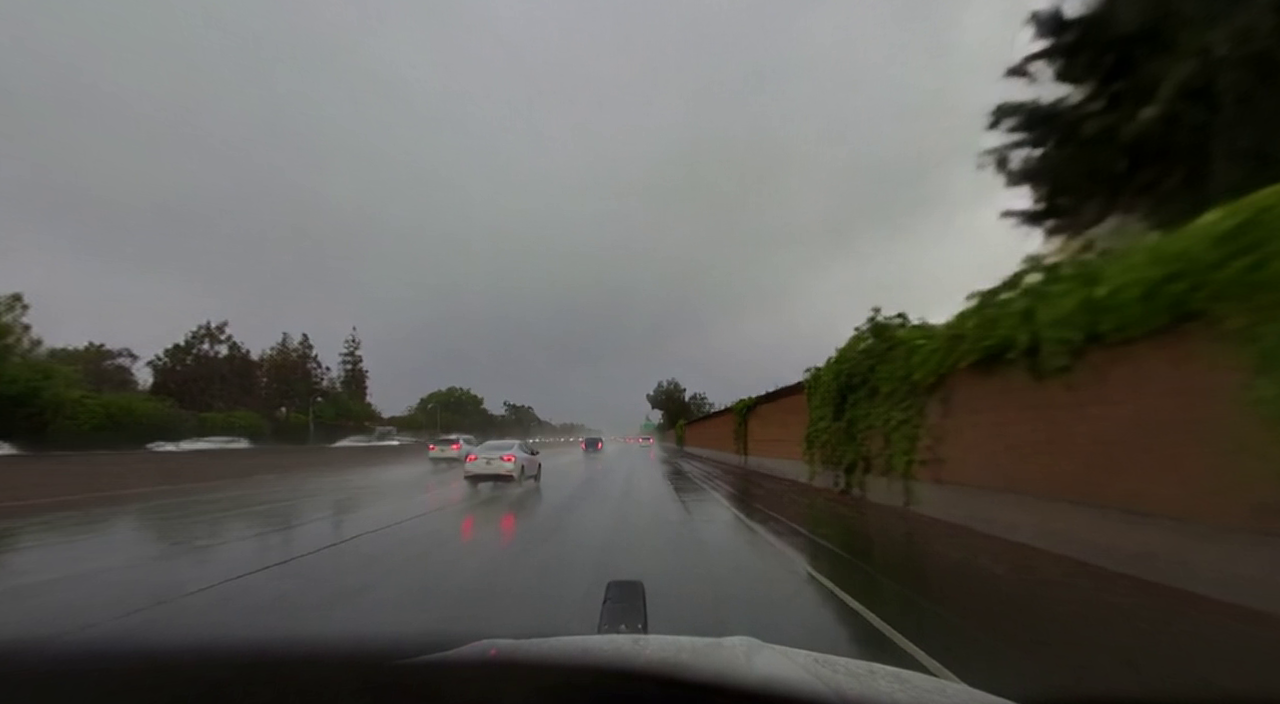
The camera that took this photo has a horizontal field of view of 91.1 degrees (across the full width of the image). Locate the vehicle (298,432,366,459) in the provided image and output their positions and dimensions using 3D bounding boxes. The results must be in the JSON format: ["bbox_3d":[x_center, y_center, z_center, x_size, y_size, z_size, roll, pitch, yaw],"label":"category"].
[{"bbox_3d":[-21.006,6.379,43.100,2.089,1.701,5.106,-1,-8,0],"label":"vehicle"}]

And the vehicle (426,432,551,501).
[{"bbox_3d":[-3.694,2.865,16.318,1.945,1.484,4.803,-1,-8,1],"label":"vehicle"}]

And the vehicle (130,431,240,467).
[{"bbox_3d":[-24.518,5.220,34.134,2.109,1.752,5.160,-1,-8,1],"label":"vehicle"}]
